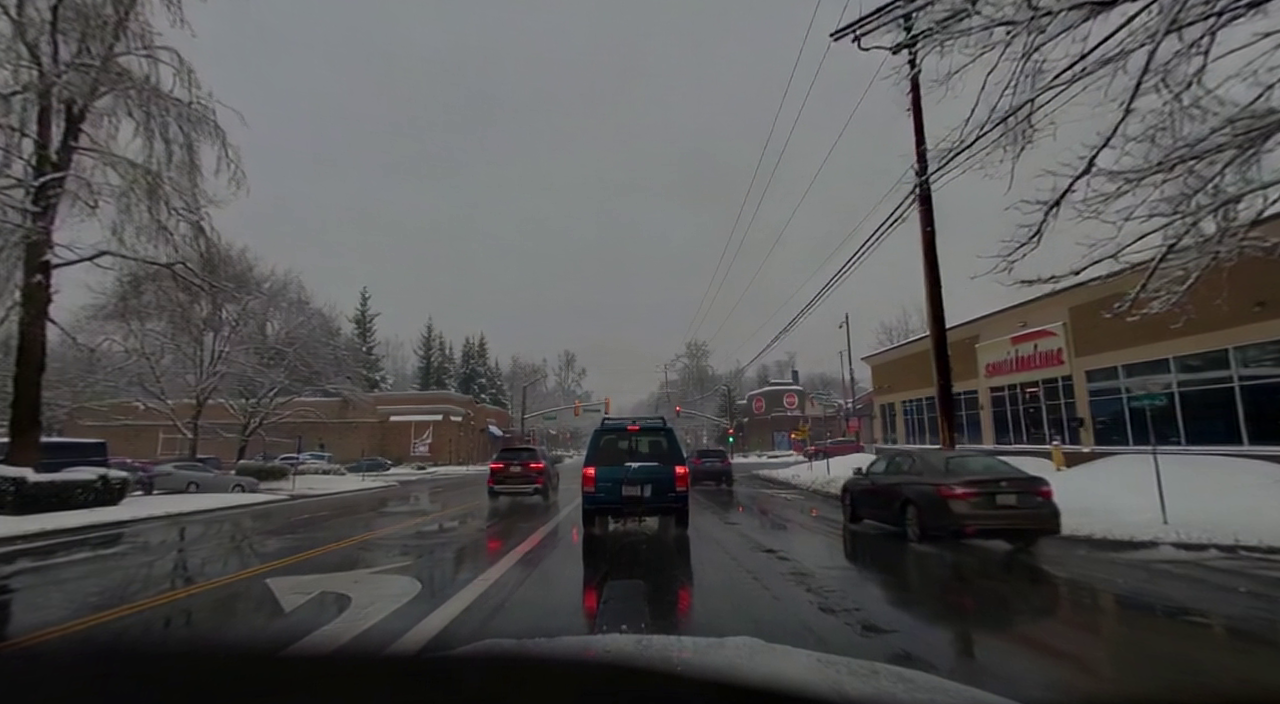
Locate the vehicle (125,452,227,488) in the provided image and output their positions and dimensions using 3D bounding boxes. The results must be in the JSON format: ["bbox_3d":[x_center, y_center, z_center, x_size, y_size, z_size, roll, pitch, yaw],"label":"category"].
[{"bbox_3d":[-26.261,6.670,35.969,2.123,1.820,5.136,0,-8,-4],"label":"vehicle"}]

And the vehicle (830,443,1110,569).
[{"bbox_3d":[4.886,2.297,10.407,1.994,1.545,4.919,0,-8,1],"label":"vehicle"}]

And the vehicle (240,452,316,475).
[{"bbox_3d":[-27.254,8.390,47.537,4.458,1.608,2.051,0,-8,2],"label":"vehicle"}]

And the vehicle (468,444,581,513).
[{"bbox_3d":[-2.858,3.235,16.722,1.975,1.570,4.456,-1,-8,3],"label":"vehicle"}]

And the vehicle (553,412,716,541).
[{"bbox_3d":[-0.103,2.413,12.932,2.638,2.065,5.313,0,-8,0],"label":"vehicle"}]

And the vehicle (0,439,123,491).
[{"bbox_3d":[-24.146,4.398,24.842,2.131,1.887,6.053,-1,-8,3],"label":"vehicle"}]
